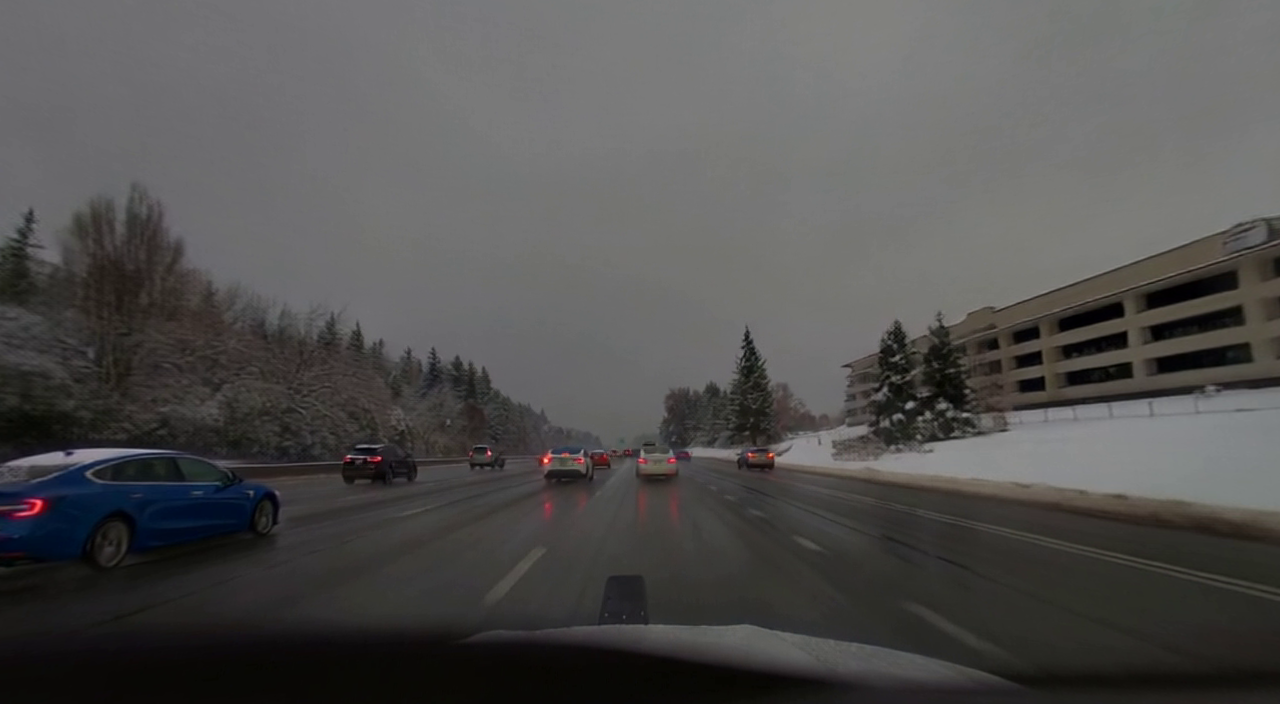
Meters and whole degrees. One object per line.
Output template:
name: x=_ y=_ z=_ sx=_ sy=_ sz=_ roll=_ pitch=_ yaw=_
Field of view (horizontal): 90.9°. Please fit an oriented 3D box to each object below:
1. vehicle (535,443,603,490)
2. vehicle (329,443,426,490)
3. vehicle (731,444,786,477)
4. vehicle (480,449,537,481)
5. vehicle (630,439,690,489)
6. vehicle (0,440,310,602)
vehicle: x=-2.652 y=4.381 z=24.606 sx=2.102 sy=1.624 sz=4.257 roll=-1 pitch=-8 yaw=1
vehicle: x=-10.370 y=4.511 z=25.355 sx=1.947 sy=1.683 sz=4.331 roll=-1 pitch=-8 yaw=1
vehicle: x=6.733 y=6.180 z=36.418 sx=2.071 sy=1.754 sz=4.484 roll=0 pitch=-8 yaw=-3
vehicle: x=-6.446 y=5.560 z=31.344 sx=1.886 sy=1.455 sz=4.148 roll=-1 pitch=-8 yaw=1
vehicle: x=0.731 y=4.239 z=24.284 sx=2.114 sy=1.715 sz=4.136 roll=-1 pitch=-8 yaw=1
vehicle: x=-6.650 y=1.904 z=8.210 sx=2.116 sy=1.473 sz=4.644 roll=-1 pitch=-8 yaw=1
